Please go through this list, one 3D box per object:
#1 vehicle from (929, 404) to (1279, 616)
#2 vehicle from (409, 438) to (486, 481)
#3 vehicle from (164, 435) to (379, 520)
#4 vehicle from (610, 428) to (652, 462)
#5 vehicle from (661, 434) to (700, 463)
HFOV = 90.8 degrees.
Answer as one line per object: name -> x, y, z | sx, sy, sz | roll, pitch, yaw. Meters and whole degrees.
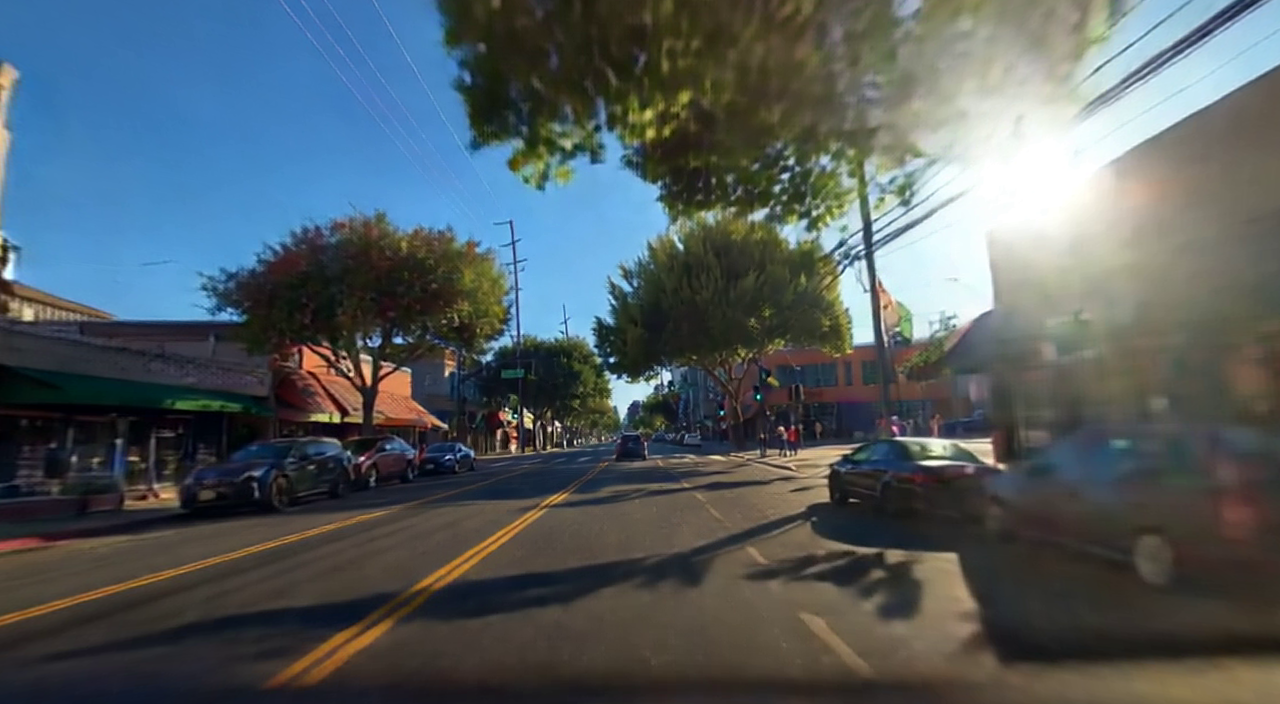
vehicle -> 5.851, 1.646, 7.815 | 2.070, 1.761, 4.848 | 0, -8, -2
vehicle -> -9.738, 5.478, 32.600 | 2.048, 1.985, 6.011 | 0, -8, 0
vehicle -> -9.442, 3.254, 17.021 | 2.305, 1.883, 5.580 | 0, -9, 1
vehicle -> -0.522, 5.524, 37.414 | 2.301, 1.854, 4.919 | 0, -8, 0
vehicle -> 2.343, 5.682, 37.329 | 1.998, 1.580, 4.015 | 0, -8, -1
